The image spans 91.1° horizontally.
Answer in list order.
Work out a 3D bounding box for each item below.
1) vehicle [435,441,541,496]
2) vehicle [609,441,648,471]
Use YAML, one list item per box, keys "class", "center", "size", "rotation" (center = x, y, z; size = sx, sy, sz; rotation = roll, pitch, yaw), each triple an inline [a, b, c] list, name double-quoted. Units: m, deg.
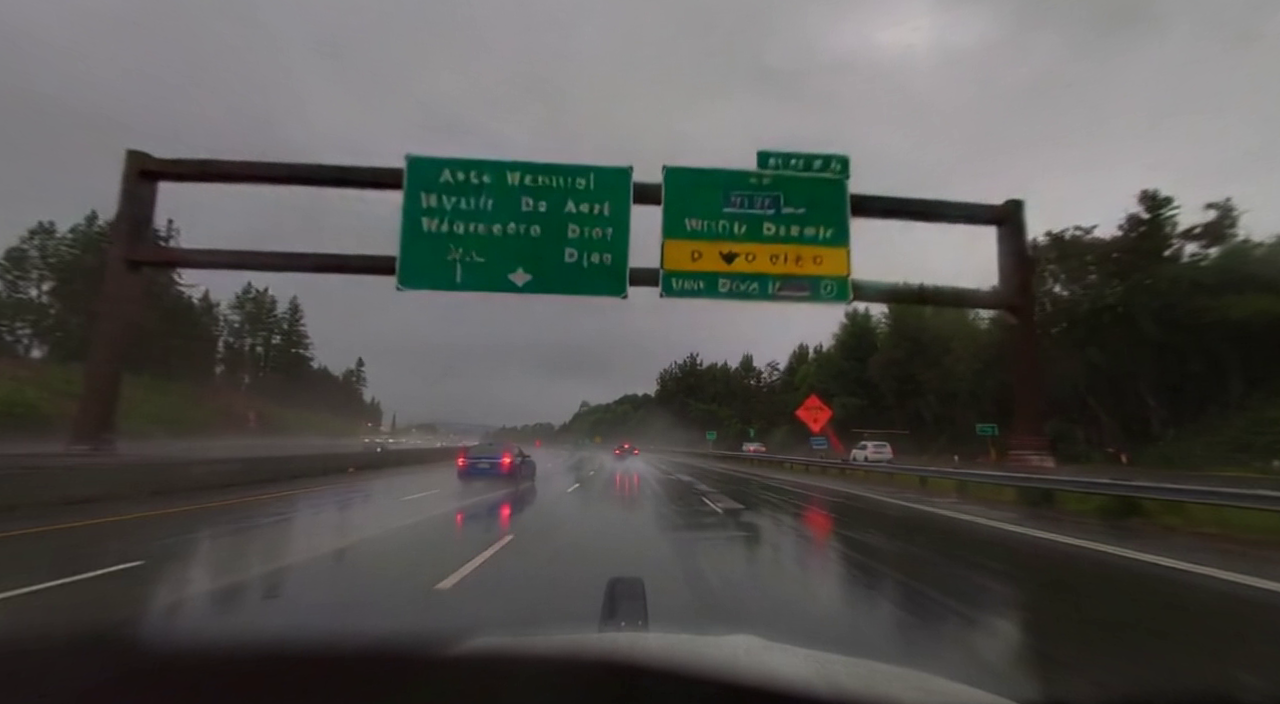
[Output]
- class: "vehicle"
  center: [-4.286, 3.334, 18.449]
  size: [2.001, 1.415, 4.360]
  rotation: [0, -8, 0]
- class: "vehicle"
  center: [-0.630, 5.647, 34.354]
  size: [1.963, 1.462, 4.681]
  rotation: [0, -8, -1]
